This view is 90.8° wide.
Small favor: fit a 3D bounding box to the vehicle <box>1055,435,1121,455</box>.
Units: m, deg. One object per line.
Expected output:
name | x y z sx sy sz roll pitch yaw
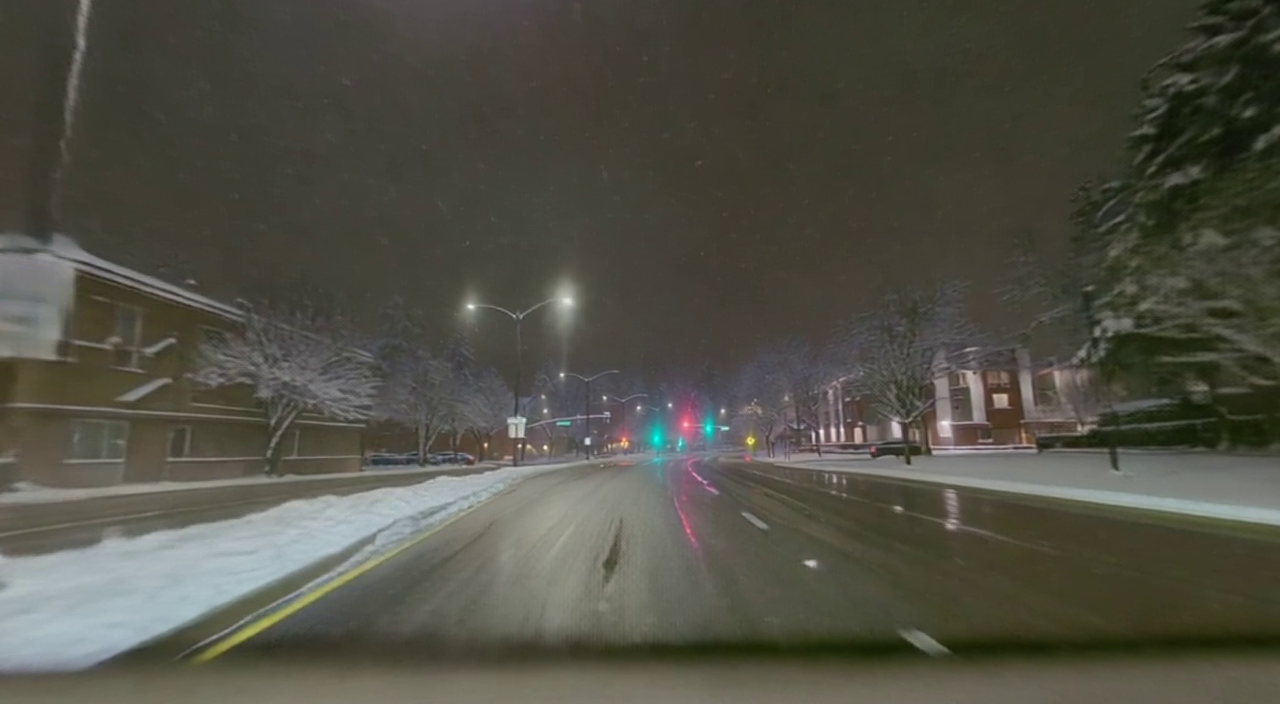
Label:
vehicle | 33.123 6.920 46.781 1.574 1.448 3.558 3 -10 -21
